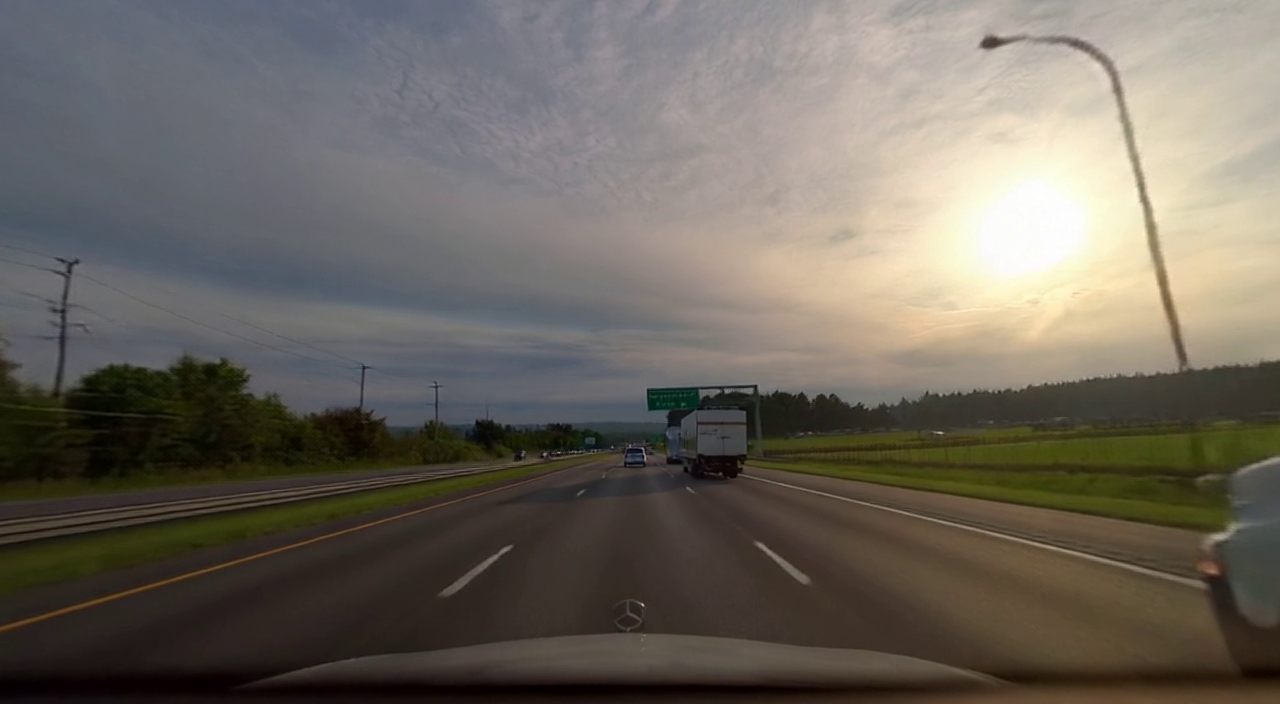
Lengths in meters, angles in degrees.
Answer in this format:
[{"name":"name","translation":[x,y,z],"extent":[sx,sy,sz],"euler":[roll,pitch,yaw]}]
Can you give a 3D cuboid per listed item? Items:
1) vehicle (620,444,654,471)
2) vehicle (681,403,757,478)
[{"name":"vehicle","translation":[-0.162,6.998,41.824],"extent":[2.151,1.678,3.923],"euler":[0,-9,0]},{"name":"vehicle","translation":[4.026,4.866,34.368],"extent":[2.931,3.530,8.760],"euler":[0,-9,0]}]
